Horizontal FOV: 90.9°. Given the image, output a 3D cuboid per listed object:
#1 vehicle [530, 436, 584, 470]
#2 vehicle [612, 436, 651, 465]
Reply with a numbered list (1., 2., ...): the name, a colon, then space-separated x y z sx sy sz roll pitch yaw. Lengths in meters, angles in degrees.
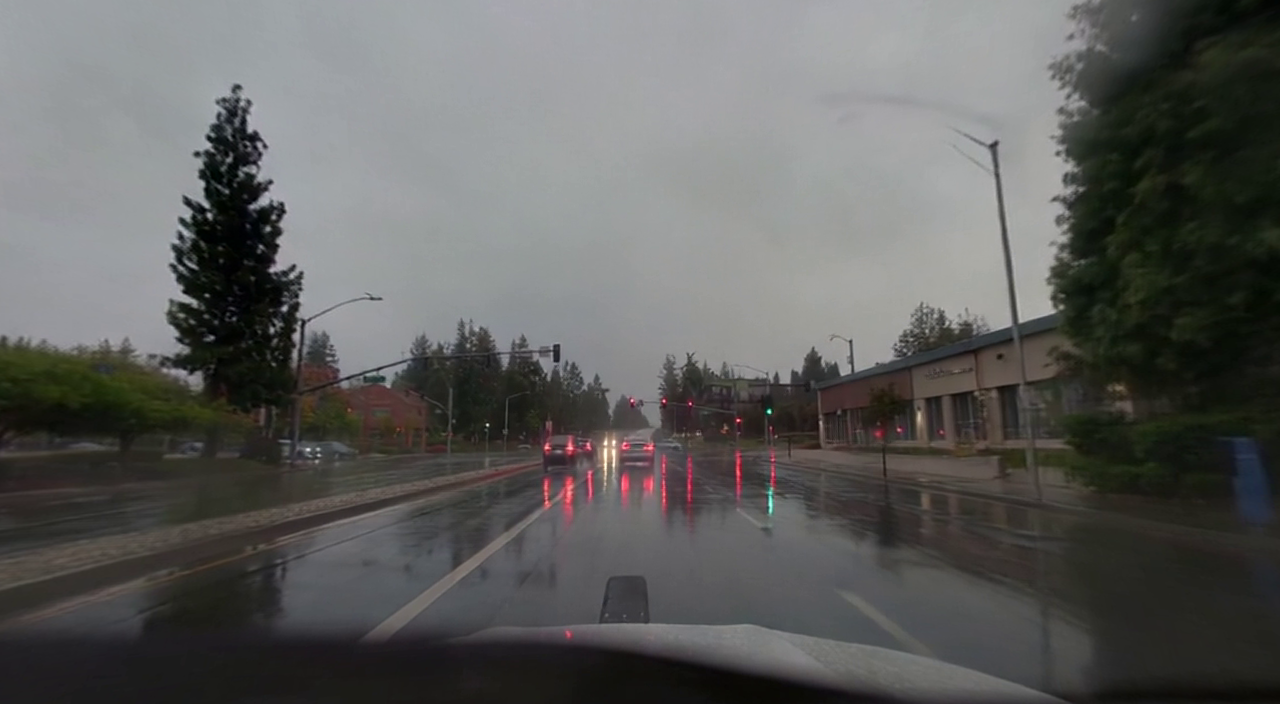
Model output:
1. vehicle: -3.874 4.800 30.205 1.942 1.497 4.561 0 -8 0
2. vehicle: -0.472 5.465 35.012 2.066 1.482 3.923 0 -8 -1
